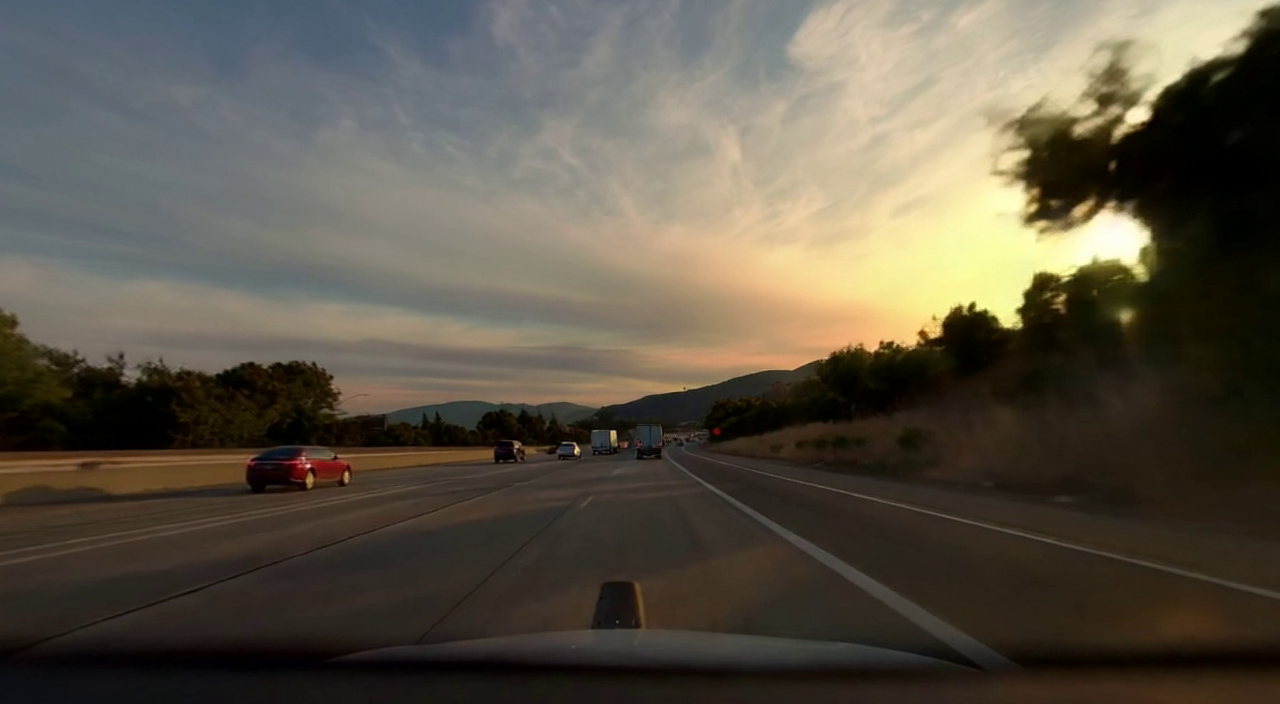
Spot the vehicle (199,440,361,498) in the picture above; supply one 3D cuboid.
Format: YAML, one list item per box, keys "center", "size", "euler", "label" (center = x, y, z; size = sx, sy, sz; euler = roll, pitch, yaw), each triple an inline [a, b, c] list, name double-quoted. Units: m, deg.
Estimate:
- center: [-10.206, 3.329, 18.442]
  size: [1.952, 1.457, 4.689]
  euler: [0, -8, 0]
  label: "vehicle"

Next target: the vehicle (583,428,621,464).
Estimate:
- center: [-2.770, 7.116, 47.732]
  size: [2.328, 2.519, 5.238]
  euler: [0, -8, 2]
  label: "vehicle"

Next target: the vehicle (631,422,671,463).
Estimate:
- center: [0.849, 6.833, 47.919]
  size: [2.768, 2.854, 6.757]
  euler: [1, -8, 1]
  label: "vehicle"

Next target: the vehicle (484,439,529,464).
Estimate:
- center: [-9.973, 7.454, 47.605]
  size: [2.080, 1.777, 5.450]
  euler: [0, -8, 2]
  label: "vehicle"

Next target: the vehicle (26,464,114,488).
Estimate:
- center: [-43.283, 9.409, 48.141]
  size: [2.107, 1.552, 4.767]
  euler: [0, -9, 2]
  label: "vehicle"
